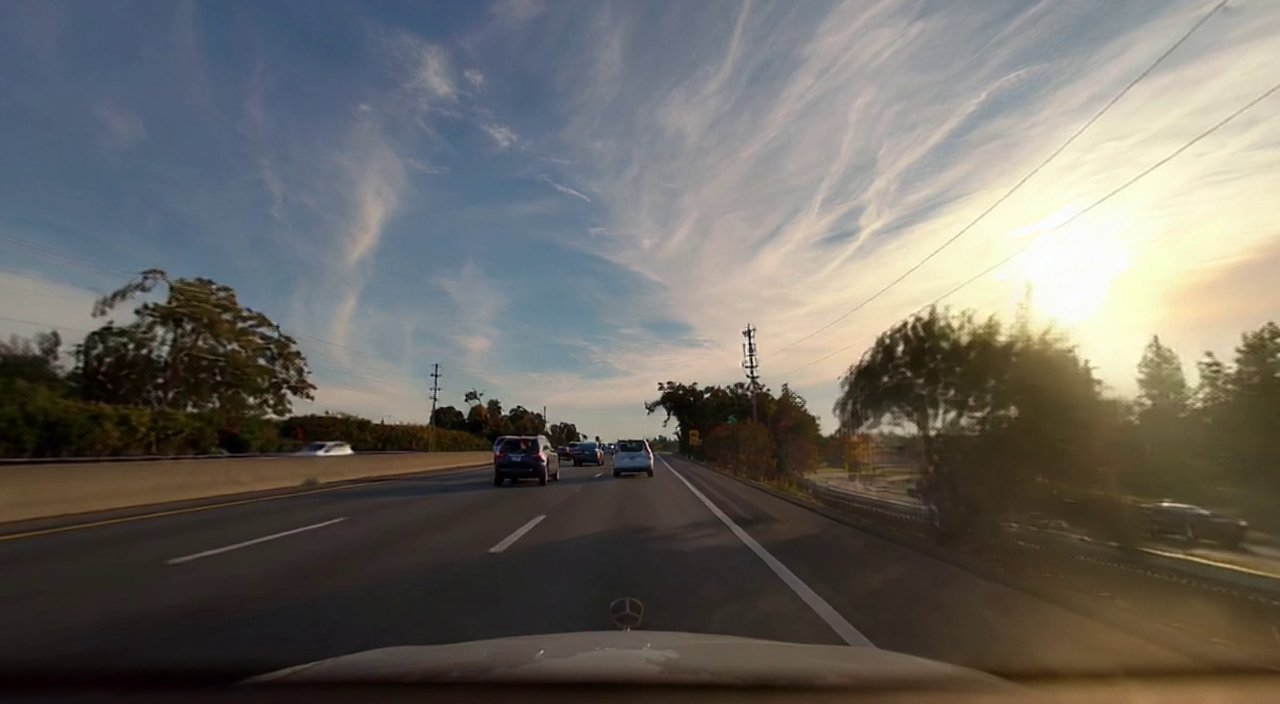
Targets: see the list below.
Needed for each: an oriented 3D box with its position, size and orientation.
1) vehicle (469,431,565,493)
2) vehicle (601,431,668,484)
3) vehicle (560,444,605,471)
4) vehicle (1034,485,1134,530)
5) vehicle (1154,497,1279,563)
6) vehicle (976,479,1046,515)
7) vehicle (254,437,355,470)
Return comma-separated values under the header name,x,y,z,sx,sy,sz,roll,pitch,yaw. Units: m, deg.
name,x,y,z,sx,sy,sz,roll,pitch,yaw
vehicle,-3.797,3.501,20.372,2.104,1.754,4.515,0,-8,1
vehicle,-0.169,3.971,24.012,2.319,1.813,4.274,0,-8,1
vehicle,-3.296,6.134,36.838,2.092,1.464,4.466,0,-8,2
vehicle,21.682,7.583,31.058,1.820,1.768,4.621,-2,-10,6
vehicle,19.861,5.876,21.204,1.832,1.624,4.158,-1,-8,4
vehicle,21.891,8.521,37.394,1.826,1.625,4.758,-1,-8,8
vehicle,-20.696,6.310,39.396,2.422,1.899,6.624,-1,-8,2
